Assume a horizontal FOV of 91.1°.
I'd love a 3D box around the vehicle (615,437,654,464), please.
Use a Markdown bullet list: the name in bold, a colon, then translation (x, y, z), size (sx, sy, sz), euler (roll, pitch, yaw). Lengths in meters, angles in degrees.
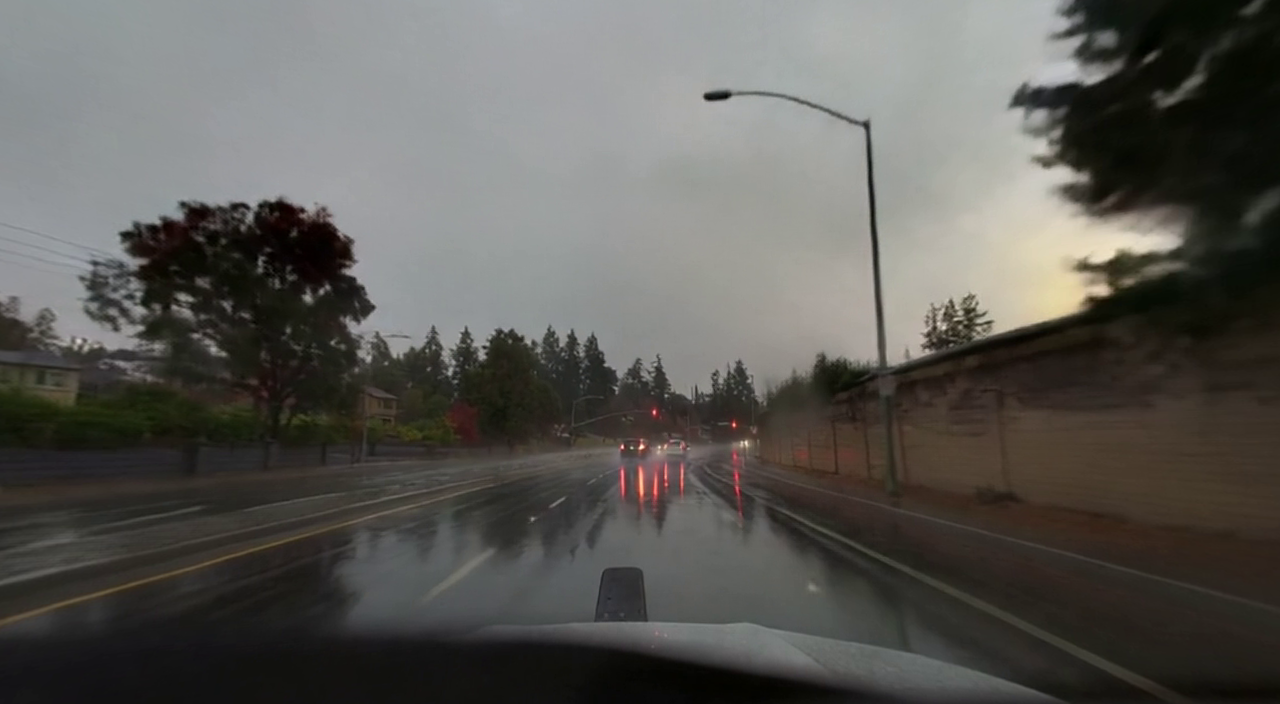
- **vehicle**: translation (-0.346, 7.246, 46.266), size (2.152, 1.822, 4.391), euler (-1, -9, 10)
